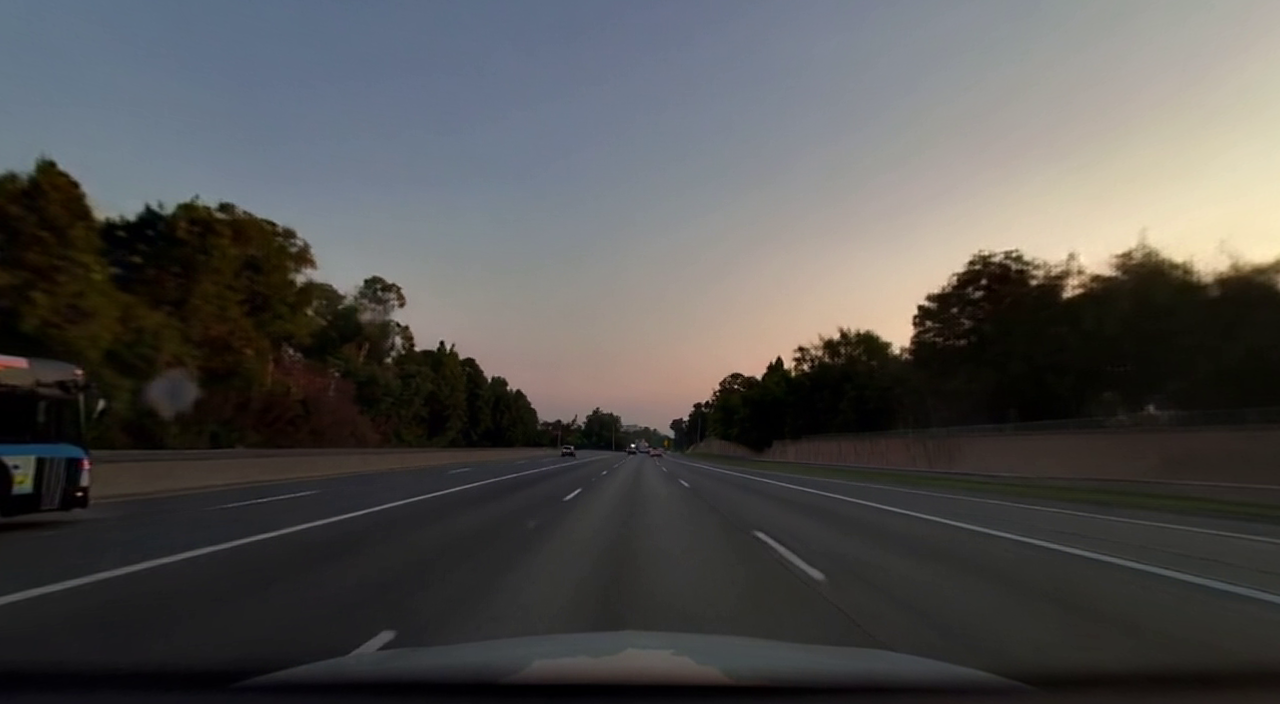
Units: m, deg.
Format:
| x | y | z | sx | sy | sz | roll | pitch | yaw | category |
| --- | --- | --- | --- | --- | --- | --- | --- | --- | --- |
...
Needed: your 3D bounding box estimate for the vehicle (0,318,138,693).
| x | y | z | sx | sy | sz | roll | pitch | yaw | category |
| --- | --- | --- | --- | --- | --- | --- | --- | --- | --- |
| -4.507 | 0.549 | 1.571 | 2.127 | 1.985 | 5.205 | 0 | -9 | 1 | vehicle |
